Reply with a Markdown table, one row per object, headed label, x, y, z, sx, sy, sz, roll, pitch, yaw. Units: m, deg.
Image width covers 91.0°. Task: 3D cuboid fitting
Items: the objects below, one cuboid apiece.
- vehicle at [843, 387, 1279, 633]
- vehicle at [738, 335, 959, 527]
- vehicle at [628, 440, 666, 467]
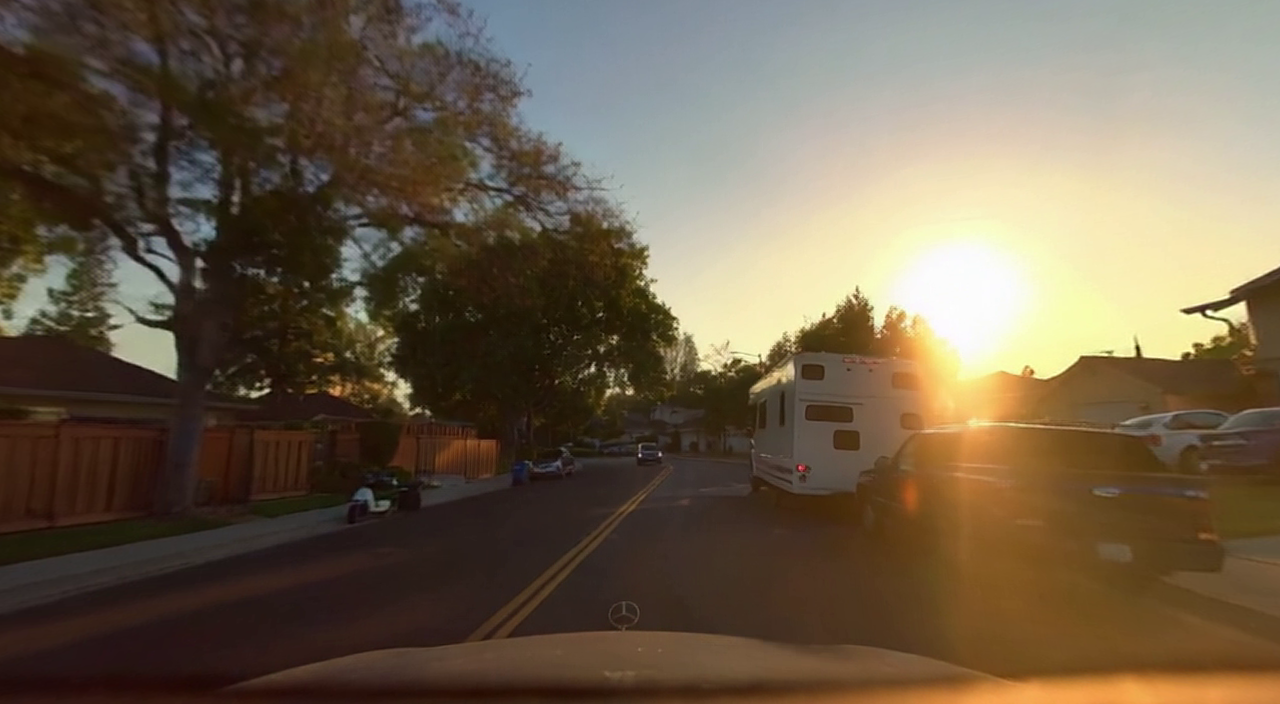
| label | x | y | z | sx | sy | sz | roll | pitch | yaw |
| --- | --- | --- | --- | --- | --- | --- | --- | --- | --- |
| vehicle | 3.904 | 1.502 | 7.038 | 1.980 | 1.782 | 4.627 | -1 | -8 | 4 |
| vehicle | 4.604 | 2.187 | 16.950 | 3.052 | 3.440 | 11.052 | -1 | -8 | 5 |
| vehicle | 0.563 | 7.005 | 43.662 | 2.194 | 1.763 | 4.288 | -1 | -8 | 7 |
